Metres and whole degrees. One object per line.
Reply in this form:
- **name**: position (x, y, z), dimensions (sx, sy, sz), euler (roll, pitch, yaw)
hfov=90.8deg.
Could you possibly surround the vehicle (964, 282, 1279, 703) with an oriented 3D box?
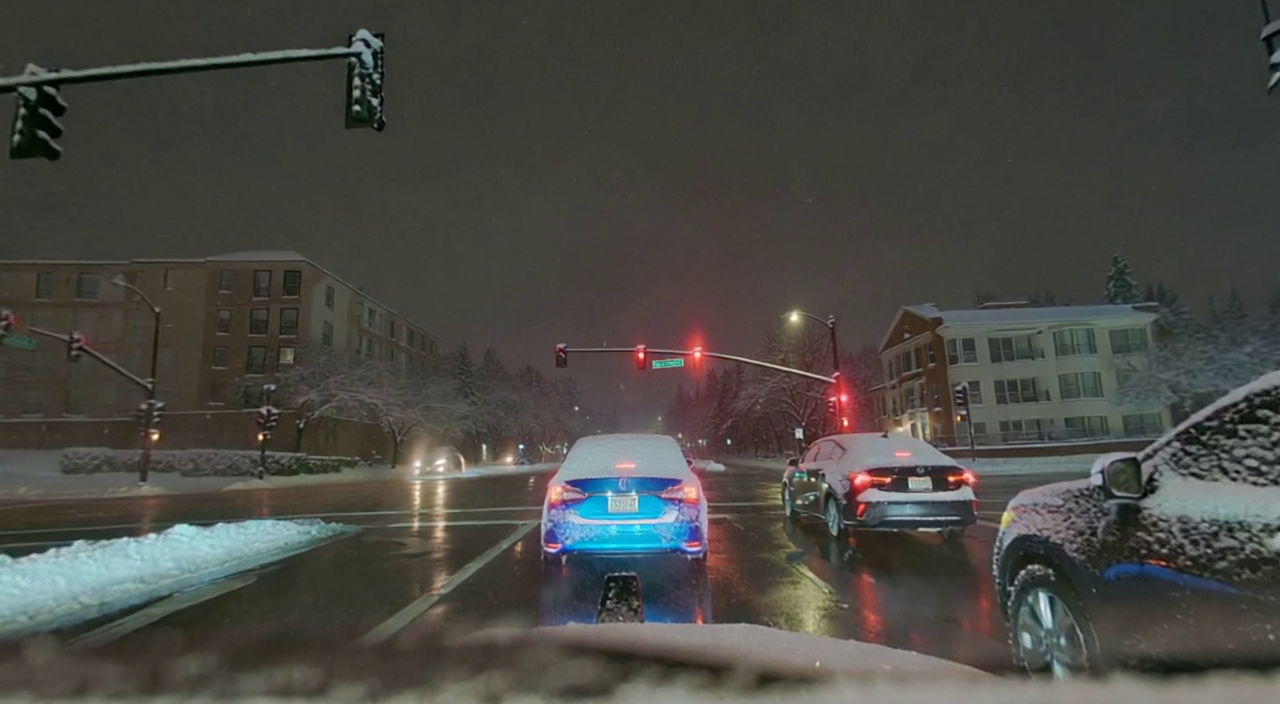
- **vehicle**: position (3.001, 0.629, 1.576), dimensions (2.047, 1.785, 4.357), euler (0, -8, 0)

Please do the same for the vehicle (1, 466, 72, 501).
- **vehicle**: position (-27.999, 6.076, 29.449), dimensions (1.972, 1.433, 4.324), euler (8, -12, -39)

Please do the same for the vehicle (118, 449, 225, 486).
- **vehicle**: position (-27.480, 6.752, 37.359), dimensions (2.300, 1.932, 5.056), euler (-1, -8, 2)

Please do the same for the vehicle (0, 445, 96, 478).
- **vehicle**: position (-35.655, 6.449, 37.430), dimensions (2.145, 1.797, 5.198), euler (-1, -9, 1)

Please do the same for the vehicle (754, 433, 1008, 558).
- **vehicle**: position (3.212, 1.995, 9.598), dimensions (2.009, 1.414, 4.416), euler (0, -8, -2)

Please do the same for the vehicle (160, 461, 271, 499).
- **vehicle**: position (-19.075, 5.760, 28.702), dimensions (1.942, 1.453, 4.448), euler (0, -9, 0)

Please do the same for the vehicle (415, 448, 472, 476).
- **vehicle**: position (-11.674, 6.558, 37.877), dimensions (1.887, 1.516, 4.524), euler (0, -8, 1)

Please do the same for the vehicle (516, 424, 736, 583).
- **vehicle**: position (-0.141, 1.740, 8.051), dimensions (2.095, 1.502, 3.873), euler (0, -8, 0)
